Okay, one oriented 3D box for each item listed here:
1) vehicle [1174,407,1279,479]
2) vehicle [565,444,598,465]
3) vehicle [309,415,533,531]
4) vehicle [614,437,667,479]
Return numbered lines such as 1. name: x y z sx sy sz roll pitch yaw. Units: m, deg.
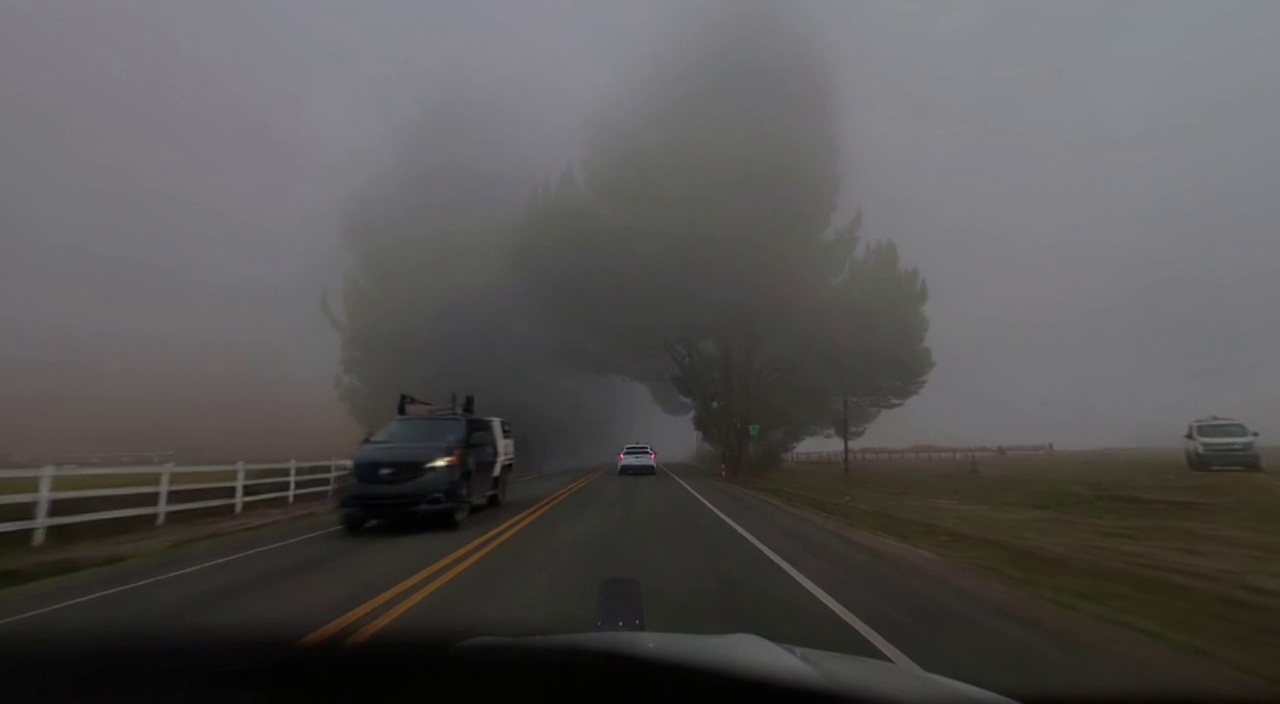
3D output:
1. vehicle: 17.096 2.509 17.508 4.668 1.739 1.943 5 -9 -30
2. vehicle: -4.409 7.770 48.091 2.092 1.490 4.422 0 -9 0
3. vehicle: -4.641 2.751 15.209 2.906 2.116 6.952 0 -9 0
4. vehicle: -0.019 4.612 27.709 2.158 1.669 4.006 0 -9 -1
